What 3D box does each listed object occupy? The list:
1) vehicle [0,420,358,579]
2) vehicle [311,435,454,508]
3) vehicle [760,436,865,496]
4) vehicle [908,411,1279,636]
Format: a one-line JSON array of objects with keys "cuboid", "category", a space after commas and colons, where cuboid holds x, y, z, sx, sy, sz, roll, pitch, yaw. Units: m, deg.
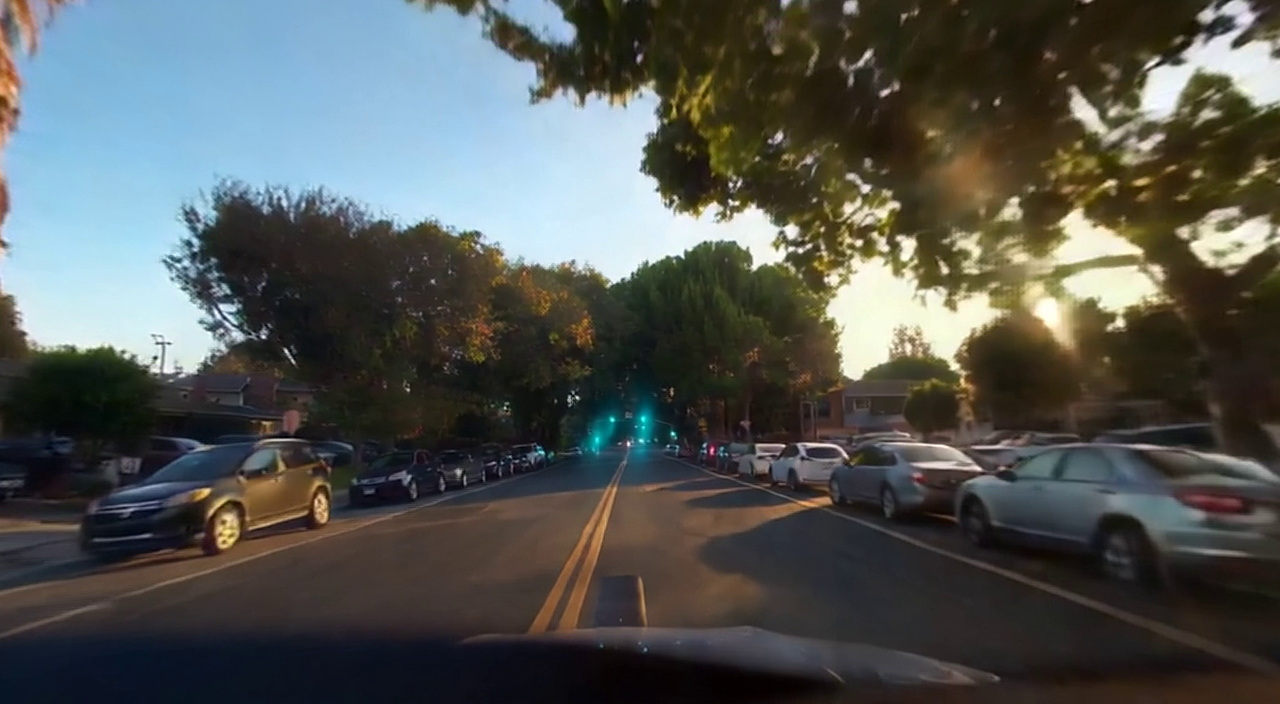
[{"cuboid": [-6.668, 2.127, 10.013, 2.033, 1.759, 5.372, -1, -9, -1], "category": "vehicle"}, {"cuboid": [-6.693, 3.144, 17.116, 1.947, 1.665, 4.716, 0, -9, -1], "category": "vehicle"}, {"cuboid": [4.671, 3.129, 17.743, 1.729, 1.479, 4.101, 0, -8, -1], "category": "vehicle"}, {"cuboid": [4.789, 1.492, 6.600, 1.861, 1.490, 4.619, 0, -8, -1], "category": "vehicle"}]
